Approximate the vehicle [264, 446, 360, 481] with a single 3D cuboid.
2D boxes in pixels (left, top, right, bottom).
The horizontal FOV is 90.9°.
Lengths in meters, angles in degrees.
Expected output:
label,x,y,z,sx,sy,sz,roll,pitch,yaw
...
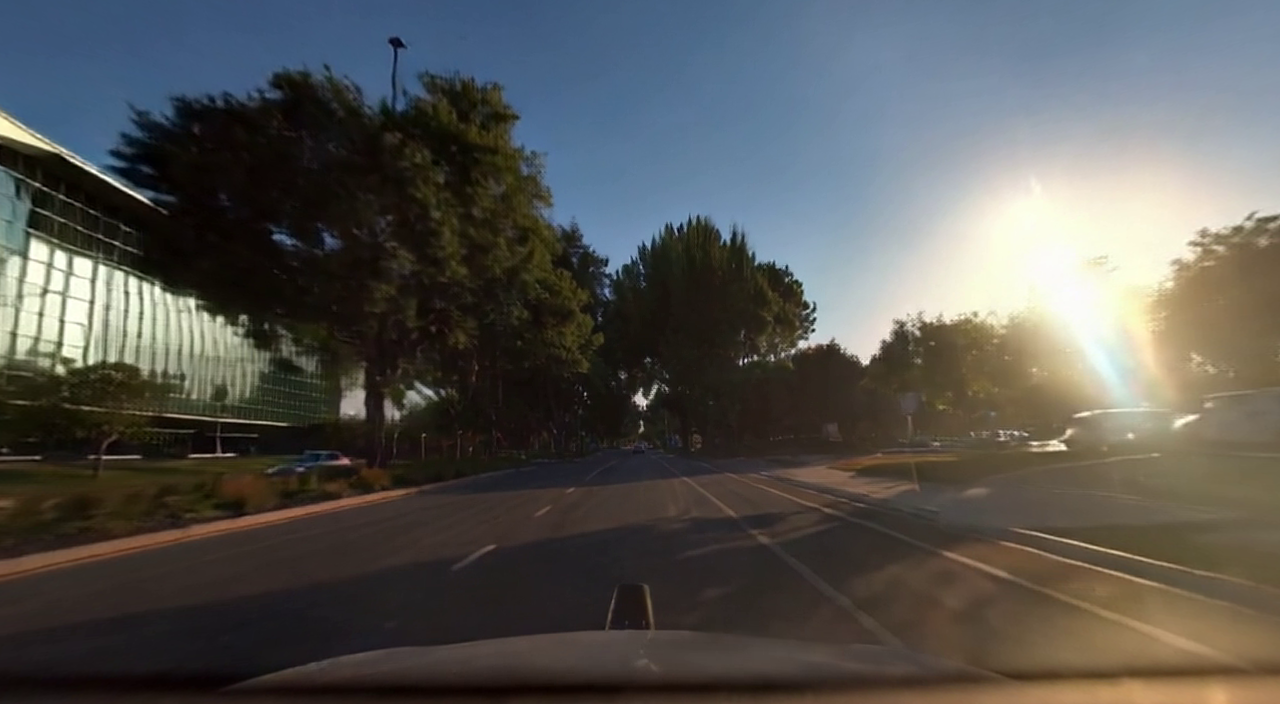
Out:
label,x,y,z,sx,sy,sz,roll,pitch,yaw
vehicle,-15.522,5.256,30.167,1.982,1.504,4.683,0,-8,1
